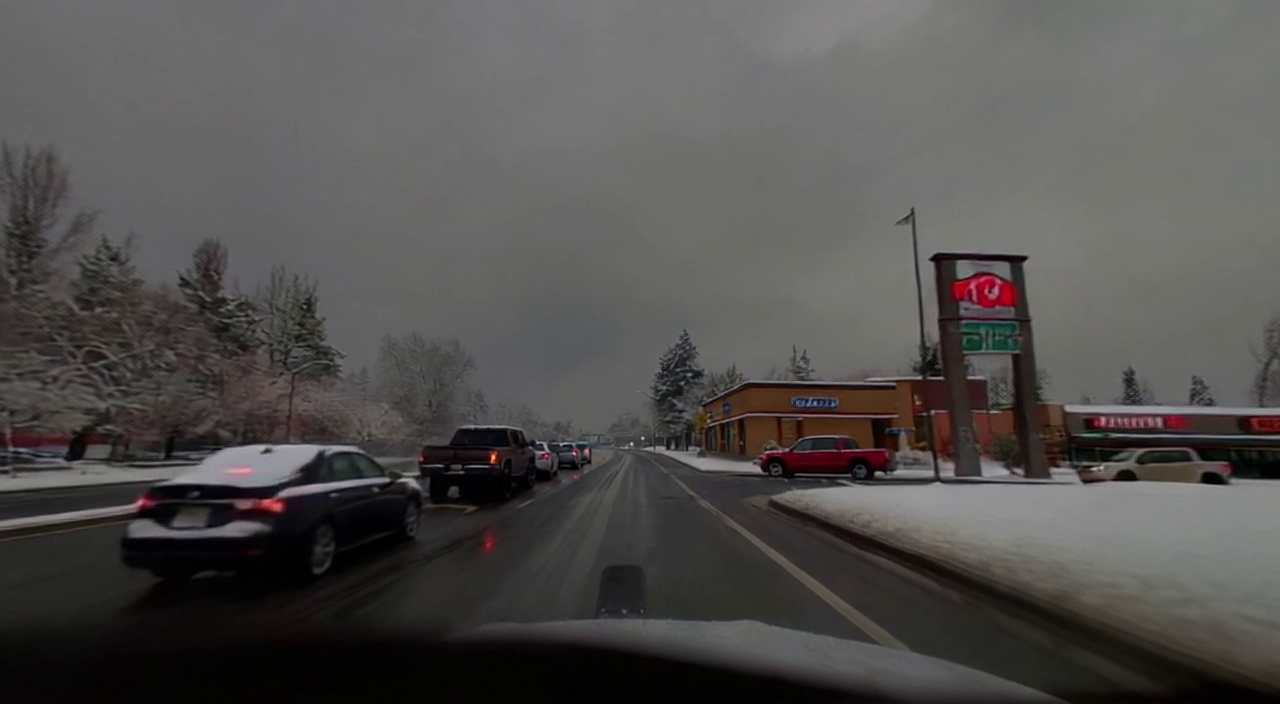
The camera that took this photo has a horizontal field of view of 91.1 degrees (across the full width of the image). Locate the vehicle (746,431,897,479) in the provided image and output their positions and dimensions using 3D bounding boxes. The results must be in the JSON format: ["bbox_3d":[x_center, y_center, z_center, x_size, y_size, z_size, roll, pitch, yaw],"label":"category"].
[{"bbox_3d":[6.387,3.745,22.661,4.813,1.622,2.110,0,-11,4],"label":"vehicle"}]

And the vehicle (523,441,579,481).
[{"bbox_3d":[-4.427,5.457,31.913,2.129,1.855,4.414,0,-8,1],"label":"vehicle"}]

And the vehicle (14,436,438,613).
[{"bbox_3d":[-4.135,1.751,7.420,2.113,1.446,4.309,0,-8,-1],"label":"vehicle"}]

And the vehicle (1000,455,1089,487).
[{"bbox_3d":[20.142,5.904,31.483,1.646,1.418,3.910,1,-8,-4],"label":"vehicle"}]

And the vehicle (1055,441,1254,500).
[{"bbox_3d":[18.304,4.220,22.614,5.120,1.817,2.154,1,-8,5],"label":"vehicle"}]

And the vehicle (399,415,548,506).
[{"bbox_3d":[-4.394,3.017,17.972,2.664,2.122,6.124,0,-8,-1],"label":"vehicle"}]
